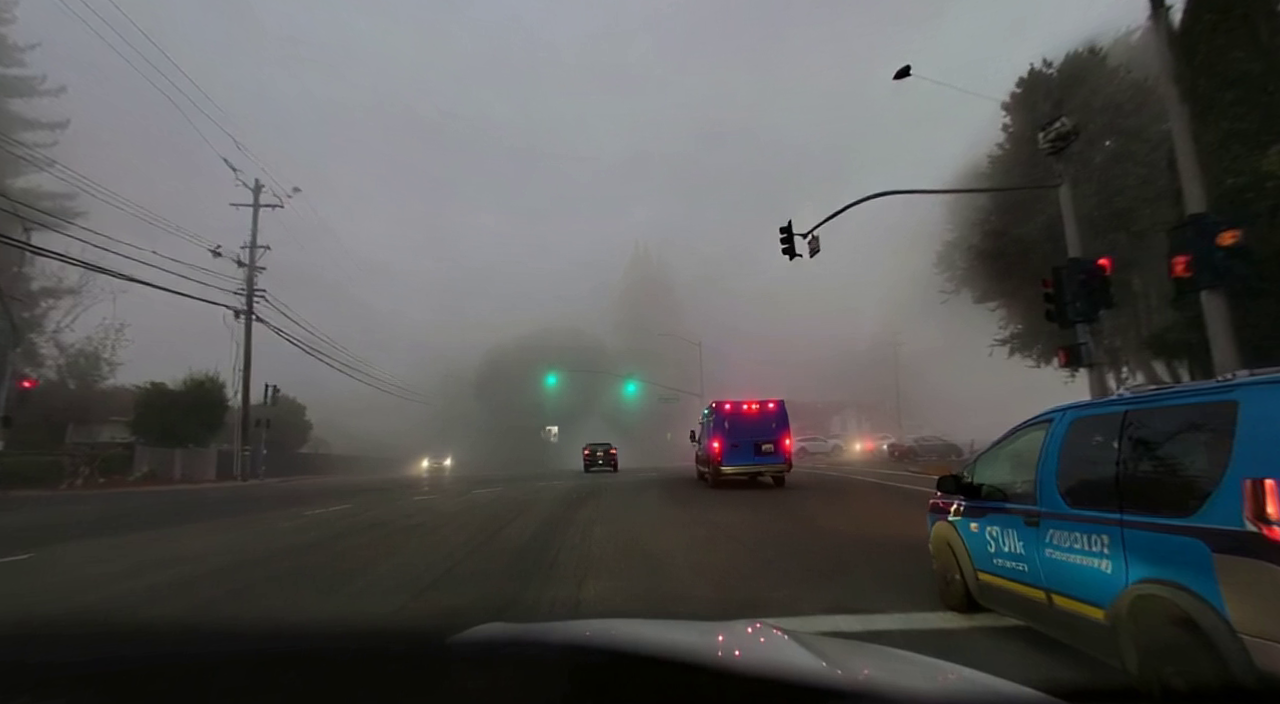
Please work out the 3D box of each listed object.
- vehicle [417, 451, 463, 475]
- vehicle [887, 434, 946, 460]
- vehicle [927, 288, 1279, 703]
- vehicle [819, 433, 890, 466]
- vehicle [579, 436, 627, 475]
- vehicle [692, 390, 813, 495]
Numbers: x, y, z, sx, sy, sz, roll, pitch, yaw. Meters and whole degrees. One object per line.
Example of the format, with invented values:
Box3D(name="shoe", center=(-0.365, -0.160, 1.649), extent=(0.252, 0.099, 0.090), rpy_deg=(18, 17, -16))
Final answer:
Box3D(name="vehicle", center=(-13.409, 7.431, 42.703), extent=(2.053, 1.474, 4.489), rpy_deg=(1, -8, -6))
Box3D(name="vehicle", center=(17.521, 6.002, 39.915), extent=(4.078, 1.582, 1.920), rpy_deg=(8, -12, -44))
Box3D(name="vehicle", center=(3.448, 0.816, 2.848), extent=(2.194, 1.922, 4.822), rpy_deg=(-1, -8, 3))
Box3D(name="vehicle", center=(11.410, 5.160, 33.512), extent=(3.936, 1.594, 1.860), rpy_deg=(7, -11, -42))
Box3D(name="vehicle", center=(-1.781, 4.891, 29.974), extent=(2.114, 1.707, 3.725), rpy_deg=(0, -8, -5))
Box3D(name="vehicle", center=(3.127, 2.735, 19.141), extent=(2.406, 2.687, 5.521), rpy_deg=(0, -8, -2))
